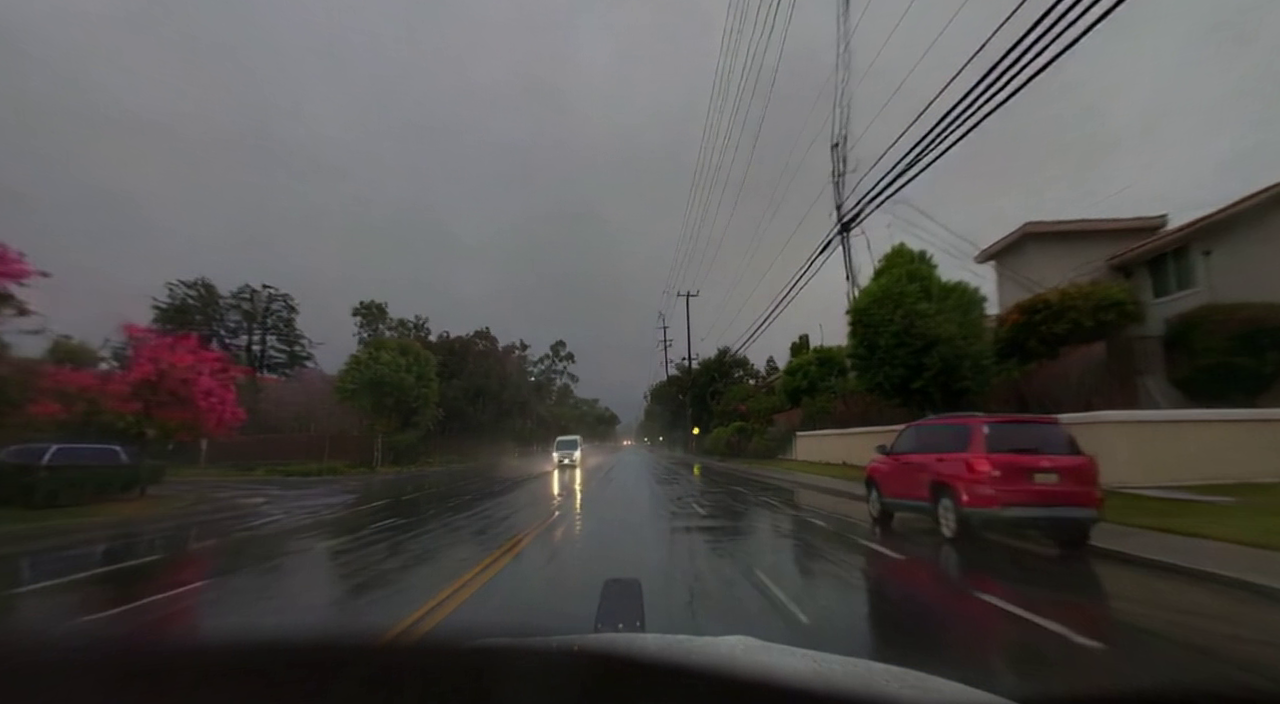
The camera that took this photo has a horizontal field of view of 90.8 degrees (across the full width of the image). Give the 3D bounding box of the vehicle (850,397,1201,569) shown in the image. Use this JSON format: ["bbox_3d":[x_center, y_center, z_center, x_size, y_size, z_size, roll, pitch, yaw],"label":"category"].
[{"bbox_3d":[5.433,1.944,10.212,2.238,1.995,5.491,0,-9,1],"label":"vehicle"}]

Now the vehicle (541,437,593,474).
[{"bbox_3d":[-3.964,5.791,35.421,2.357,1.893,5.084,0,-9,0],"label":"vehicle"}]
